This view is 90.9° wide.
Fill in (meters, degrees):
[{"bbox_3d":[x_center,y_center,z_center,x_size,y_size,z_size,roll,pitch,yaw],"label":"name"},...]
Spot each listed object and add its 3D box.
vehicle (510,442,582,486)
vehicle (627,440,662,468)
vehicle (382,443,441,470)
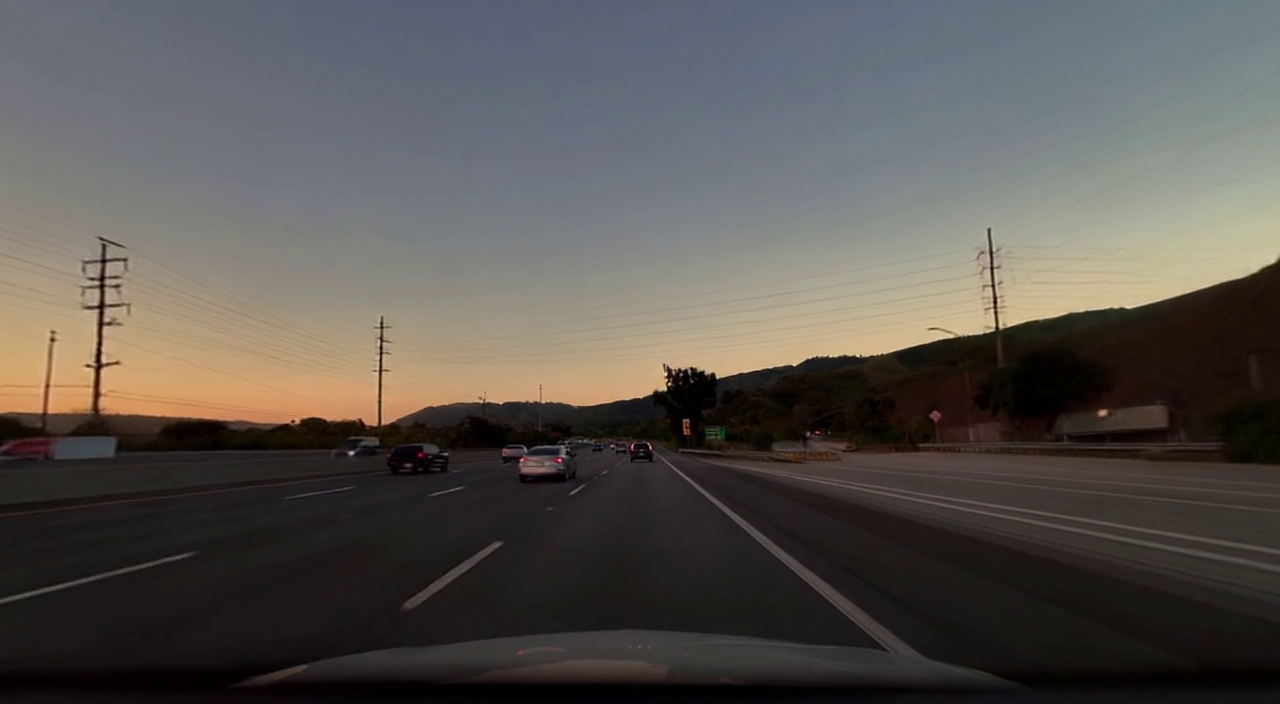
[{"bbox_3d":[-3.457,4.215,24.127,1.967,1.517,4.808,0,-9,1],"label":"vehicle"},{"bbox_3d":[0.294,6.760,42.104,2.194,1.737,4.127,0,-8,0],"label":"vehicle"},{"bbox_3d":[-14.332,6.588,39.883,2.047,1.608,4.257,0,-8,1],"label":"vehicle"}]
